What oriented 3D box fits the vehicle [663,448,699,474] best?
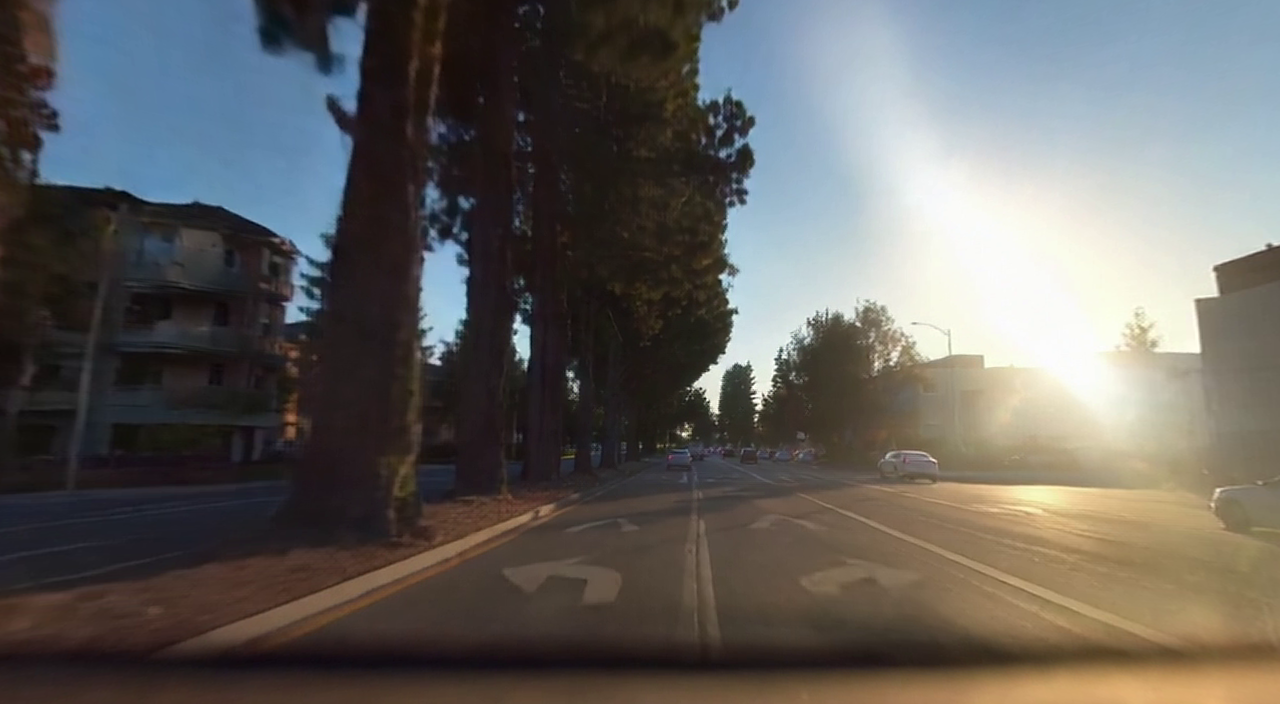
[{"bbox_3d":[2.492,6.586,38.503,2.077,1.477,3.897,-1,-9,3],"label":"vehicle"}]

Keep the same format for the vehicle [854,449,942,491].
[{"bbox_3d":[10.050,4.601,24.960,2.020,1.472,3.958,-1,-9,4],"label":"vehicle"}]
